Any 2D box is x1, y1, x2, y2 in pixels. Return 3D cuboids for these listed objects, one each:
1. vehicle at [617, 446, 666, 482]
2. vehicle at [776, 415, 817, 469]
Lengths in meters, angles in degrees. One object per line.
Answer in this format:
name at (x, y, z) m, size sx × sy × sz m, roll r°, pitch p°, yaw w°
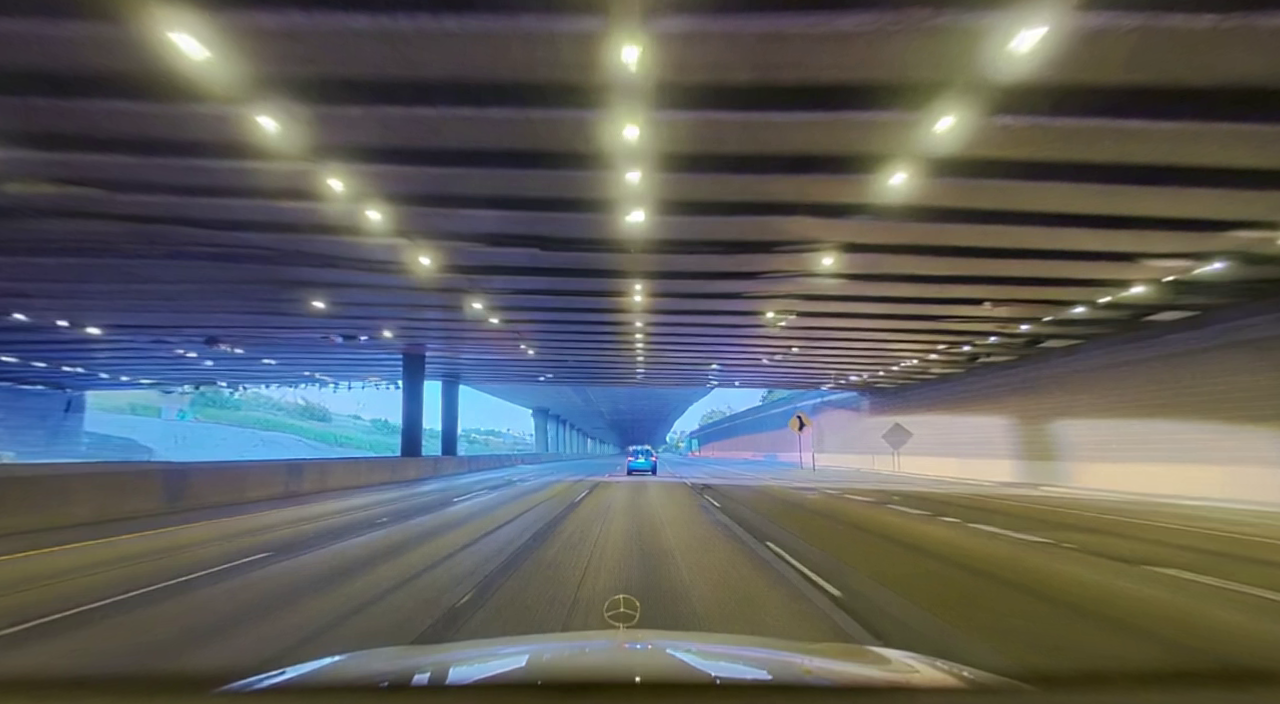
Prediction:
vehicle at (-0.007, 5.067, 28.813) m, size 2.055 × 1.501 × 4.321 m, roll 0°, pitch -9°, yaw -2°
vehicle at (11.056, 6.414, 44.546) m, size 2.135 × 3.652 × 2.845 m, roll -1°, pitch -9°, yaw 2°
